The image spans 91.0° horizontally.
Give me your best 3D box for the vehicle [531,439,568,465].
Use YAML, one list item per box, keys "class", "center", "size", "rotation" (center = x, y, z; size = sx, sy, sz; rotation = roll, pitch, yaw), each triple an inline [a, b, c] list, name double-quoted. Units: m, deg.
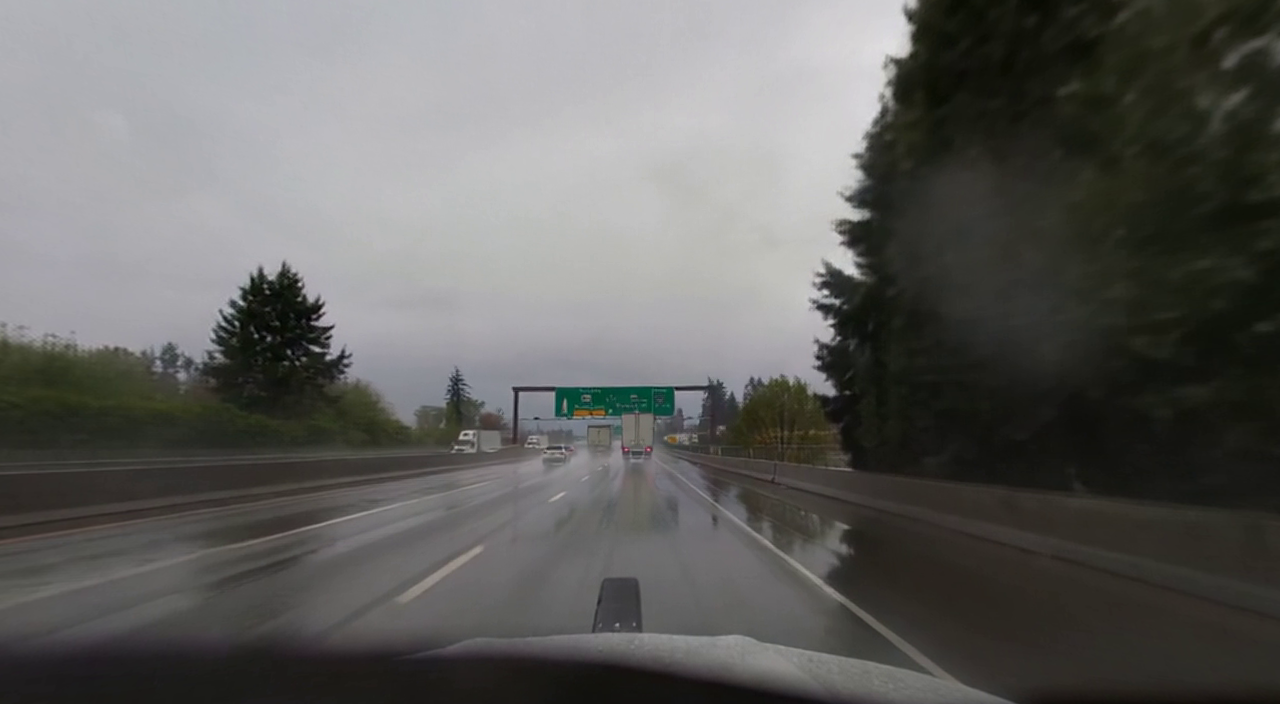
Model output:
- class: "vehicle"
  center: [-6.707, 7.431, 47.205]
  size: [2.127, 1.839, 4.984]
  rotation: [0, -8, -1]
